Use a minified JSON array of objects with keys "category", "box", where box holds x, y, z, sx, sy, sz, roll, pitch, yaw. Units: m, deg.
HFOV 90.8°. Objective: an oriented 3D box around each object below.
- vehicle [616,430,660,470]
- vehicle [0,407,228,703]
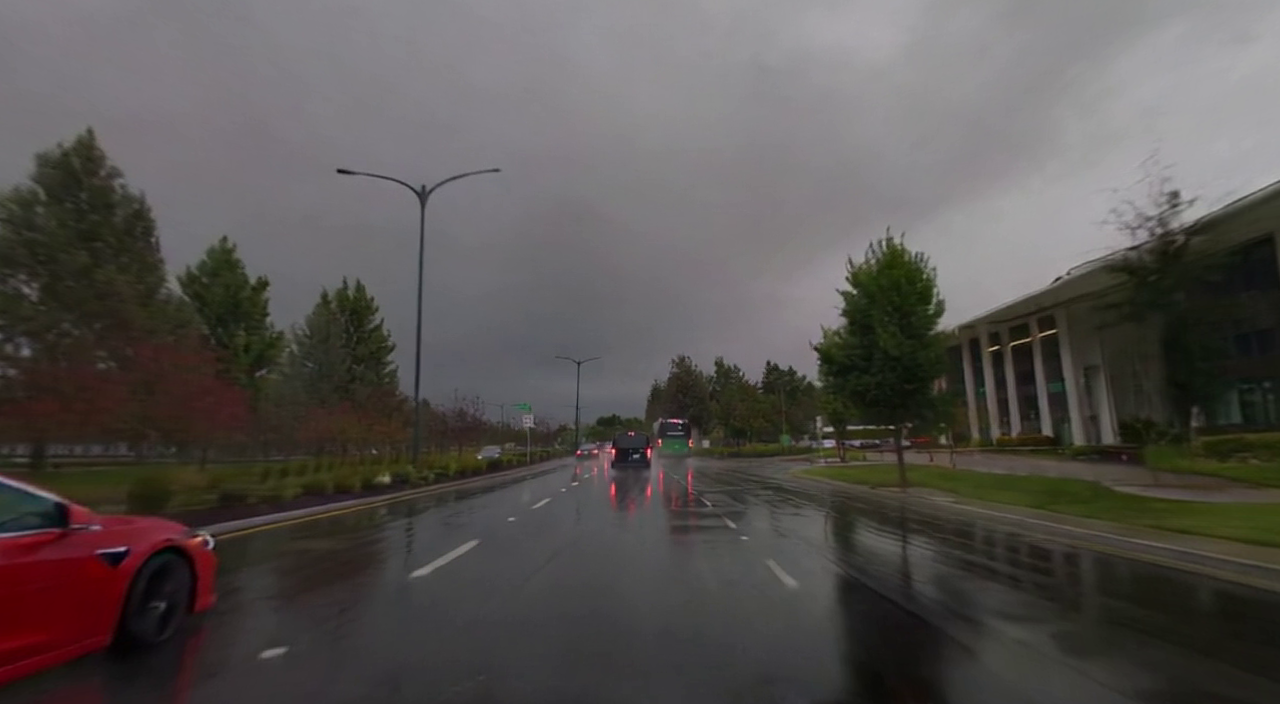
[{"category":"vehicle","box":[-0.082,5.670,36.569,2.336,2.122,5.207,0,-9,1]},{"category":"vehicle","box":[-3.791,0.853,1.806,2.120,1.481,4.535,0,-9,1]}]
